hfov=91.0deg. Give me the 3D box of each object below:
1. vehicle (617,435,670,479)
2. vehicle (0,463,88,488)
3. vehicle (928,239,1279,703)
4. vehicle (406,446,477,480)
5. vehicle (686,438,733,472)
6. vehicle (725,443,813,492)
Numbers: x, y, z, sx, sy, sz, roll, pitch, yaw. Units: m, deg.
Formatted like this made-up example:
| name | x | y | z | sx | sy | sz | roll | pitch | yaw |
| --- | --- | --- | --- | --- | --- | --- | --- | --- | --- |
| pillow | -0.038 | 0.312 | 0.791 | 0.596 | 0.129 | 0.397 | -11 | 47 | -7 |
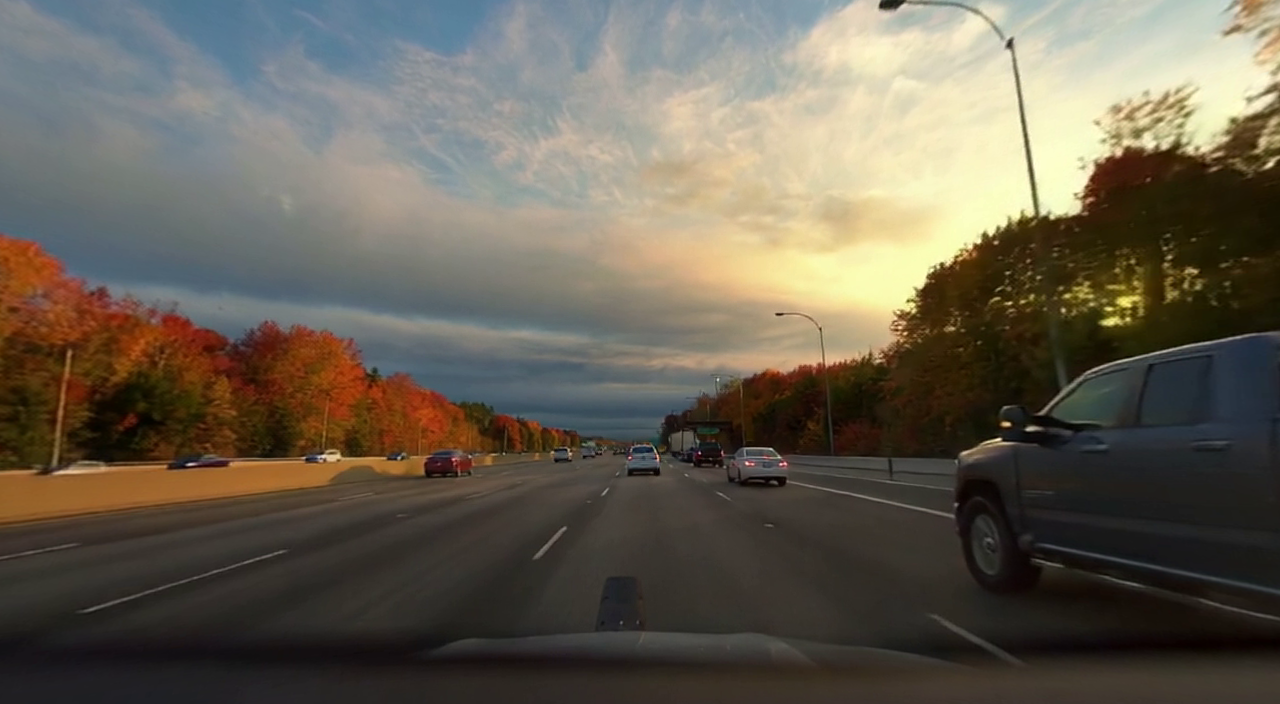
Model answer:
| name | x | y | z | sx | sy | sz | roll | pitch | yaw |
| --- | --- | --- | --- | --- | --- | --- | --- | --- | --- |
| vehicle | 0.169 | 5.130 | 30.943 | 2.372 | 1.957 | 5.121 | 0 | -9 | 1 |
| vehicle | -40.934 | 8.454 | 43.238 | 1.861 | 1.506 | 4.595 | 0 | -9 | 1 |
| vehicle | 3.845 | 0.572 | 2.310 | 2.521 | 2.101 | 6.467 | 0 | -9 | 0 |
| vehicle | -9.783 | 5.494 | 31.438 | 1.989 | 1.529 | 4.433 | 0 | -9 | 1 |
| vehicle | 4.343 | 6.562 | 40.334 | 2.388 | 1.998 | 5.749 | 0 | -9 | 0 |
| vehicle | 4.338 | 3.977 | 22.013 | 2.057 | 1.508 | 4.767 | 0 | -9 | 0 |
